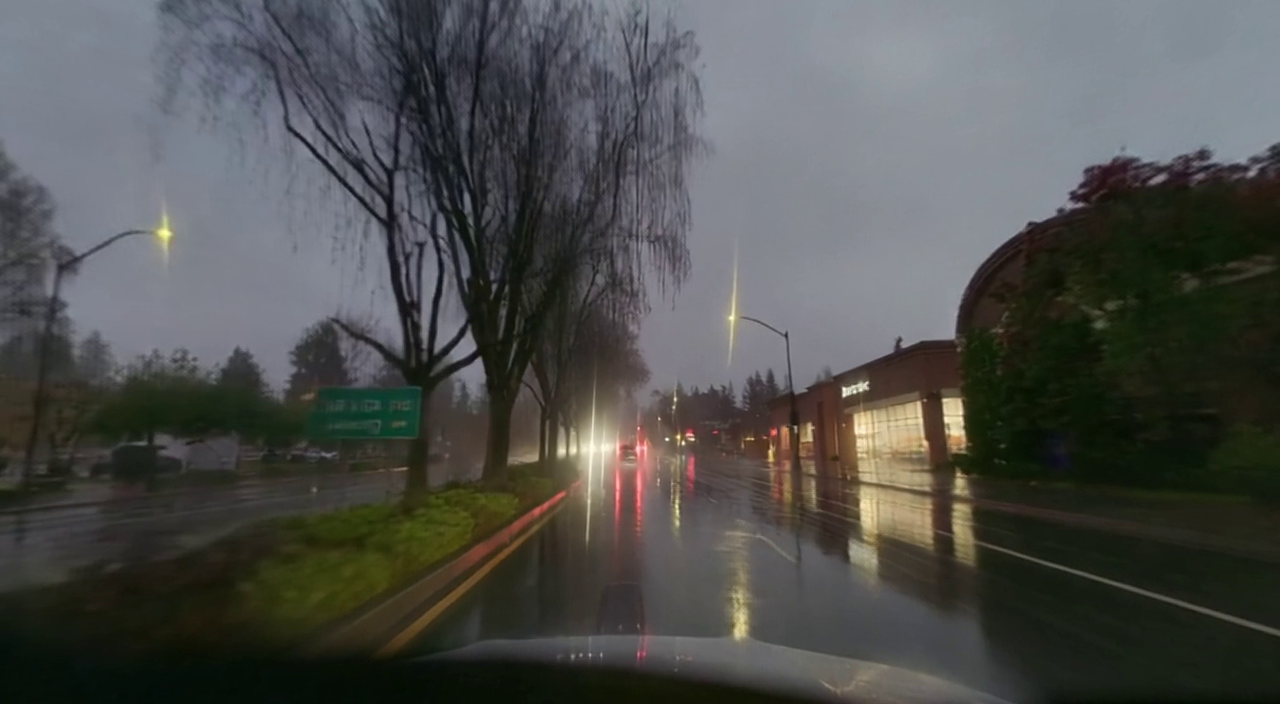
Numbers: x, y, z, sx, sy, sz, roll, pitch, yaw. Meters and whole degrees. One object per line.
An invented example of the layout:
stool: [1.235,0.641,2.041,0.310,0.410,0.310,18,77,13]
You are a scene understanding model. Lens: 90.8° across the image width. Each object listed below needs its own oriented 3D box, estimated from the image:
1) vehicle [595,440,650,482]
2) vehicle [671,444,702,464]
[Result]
vehicle: [-0.633,4.212,24.677,2.006,1.487,3.535,0,-9,0]
vehicle: [3.551,7.899,48.970,1.910,1.474,4.003,0,-9,-2]
